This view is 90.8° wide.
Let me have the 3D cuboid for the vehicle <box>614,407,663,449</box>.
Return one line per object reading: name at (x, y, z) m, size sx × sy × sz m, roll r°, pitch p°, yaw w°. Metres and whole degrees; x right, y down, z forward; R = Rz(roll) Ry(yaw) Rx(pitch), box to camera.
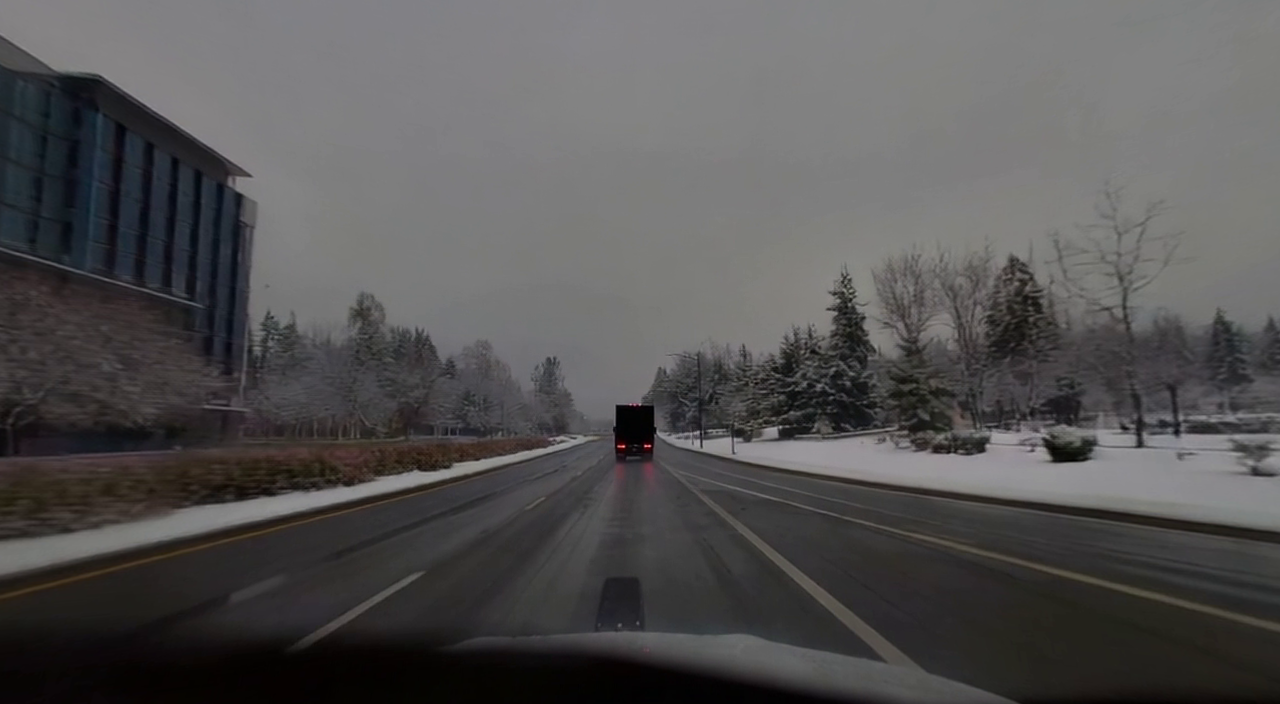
vehicle at (-0.175, 3.743, 30.488) m, size 2.178 × 1.829 × 4.932 m, roll 0°, pitch -9°, yaw -2°
